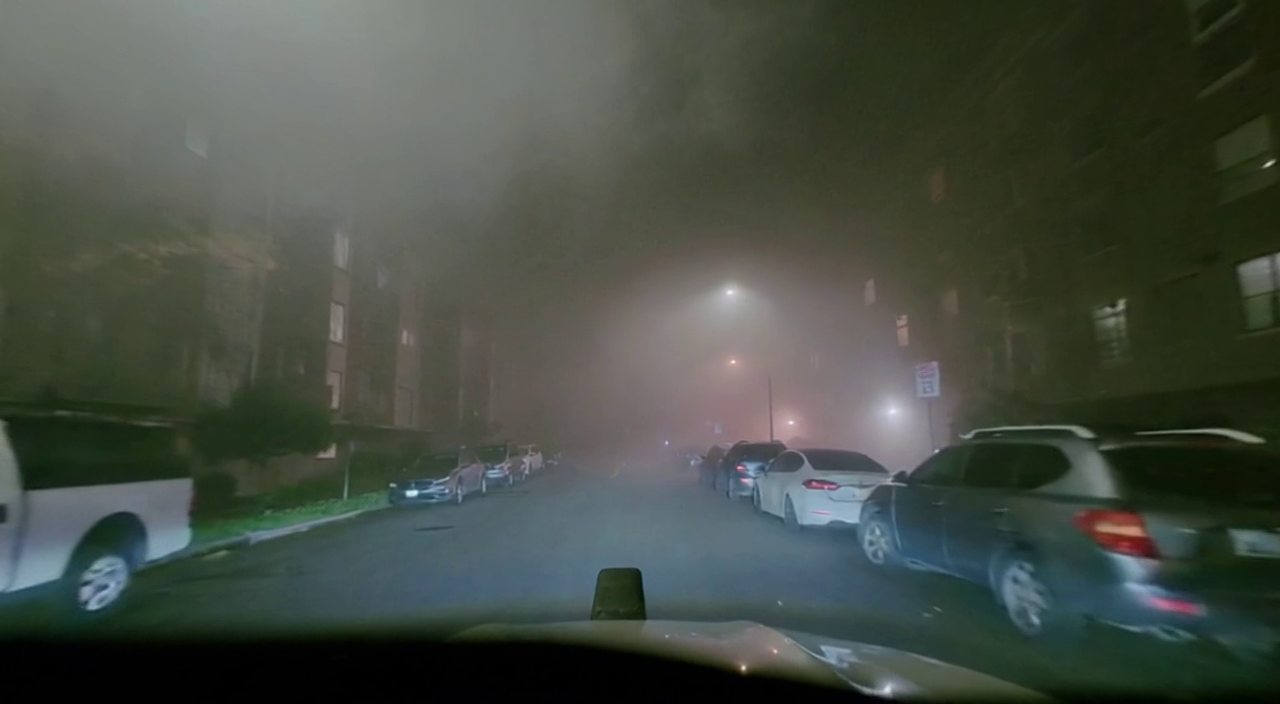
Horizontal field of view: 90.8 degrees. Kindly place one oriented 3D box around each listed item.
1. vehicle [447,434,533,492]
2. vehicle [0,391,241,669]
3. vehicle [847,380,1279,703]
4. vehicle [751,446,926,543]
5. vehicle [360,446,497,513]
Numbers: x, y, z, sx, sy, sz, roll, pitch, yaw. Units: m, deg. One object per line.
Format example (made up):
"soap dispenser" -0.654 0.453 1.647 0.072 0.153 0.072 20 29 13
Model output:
"vehicle" -5.544 4.137 23.976 2.216 1.953 4.553 0 -8 -1
"vehicle" -5.419 1.178 4.099 2.244 1.849 5.306 0 -8 -1
"vehicle" 3.645 1.346 5.559 2.063 1.729 4.538 0 -8 0
"vehicle" 3.340 2.437 11.563 1.835 1.420 4.186 0 -8 0
"vehicle" -5.443 3.315 17.069 2.119 1.500 4.953 0 -8 -2
